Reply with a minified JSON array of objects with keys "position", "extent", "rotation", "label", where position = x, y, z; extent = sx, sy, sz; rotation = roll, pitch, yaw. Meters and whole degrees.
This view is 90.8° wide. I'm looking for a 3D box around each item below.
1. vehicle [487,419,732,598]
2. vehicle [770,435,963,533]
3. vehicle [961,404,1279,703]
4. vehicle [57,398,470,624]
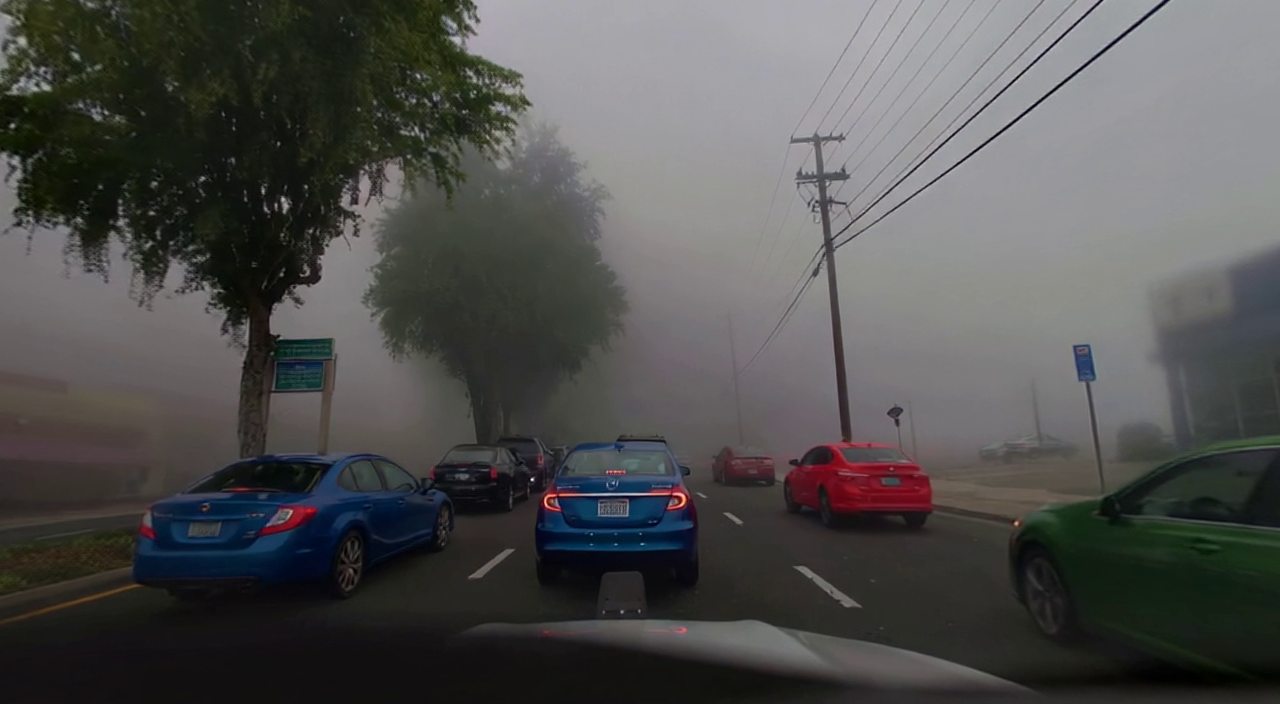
[{"position":[-0.316,1.632,7.397],"extent":[2.097,1.511,3.809],"rotation":[0,-9,-2],"label":"vehicle"},{"position":[3.919,2.347,11.867],"extent":[1.909,1.473,4.361],"rotation":[0,-9,-1],"label":"vehicle"},{"position":[3.632,1.002,2.882],"extent":[1.929,1.479,4.723],"rotation":[0,-9,1],"label":"vehicle"},{"position":[-3.436,1.525,6.998],"extent":[1.979,1.697,4.254],"rotation":[0,-9,-1],"label":"vehicle"}]
